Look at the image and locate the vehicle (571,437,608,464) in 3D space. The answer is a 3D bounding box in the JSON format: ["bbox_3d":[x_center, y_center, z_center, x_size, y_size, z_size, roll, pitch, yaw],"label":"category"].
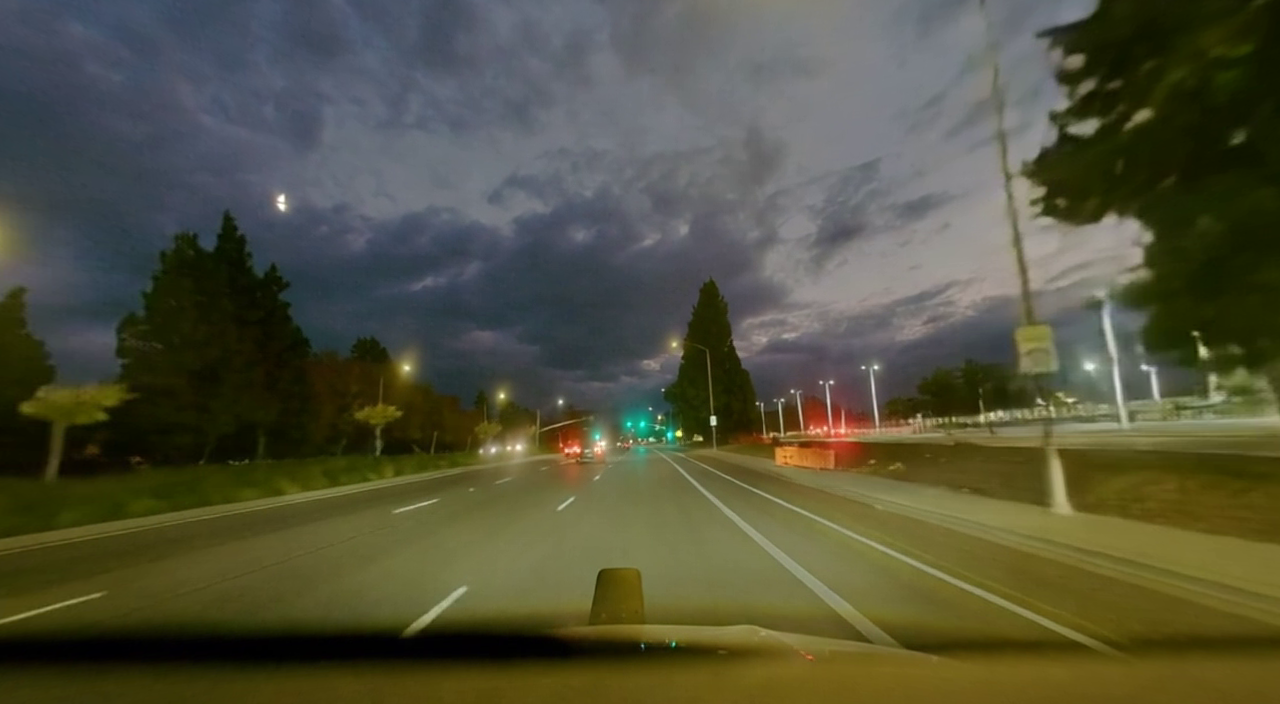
[{"bbox_3d":[-3.345,6.641,42.687,2.121,1.654,3.993,0,-8,0],"label":"vehicle"}]
